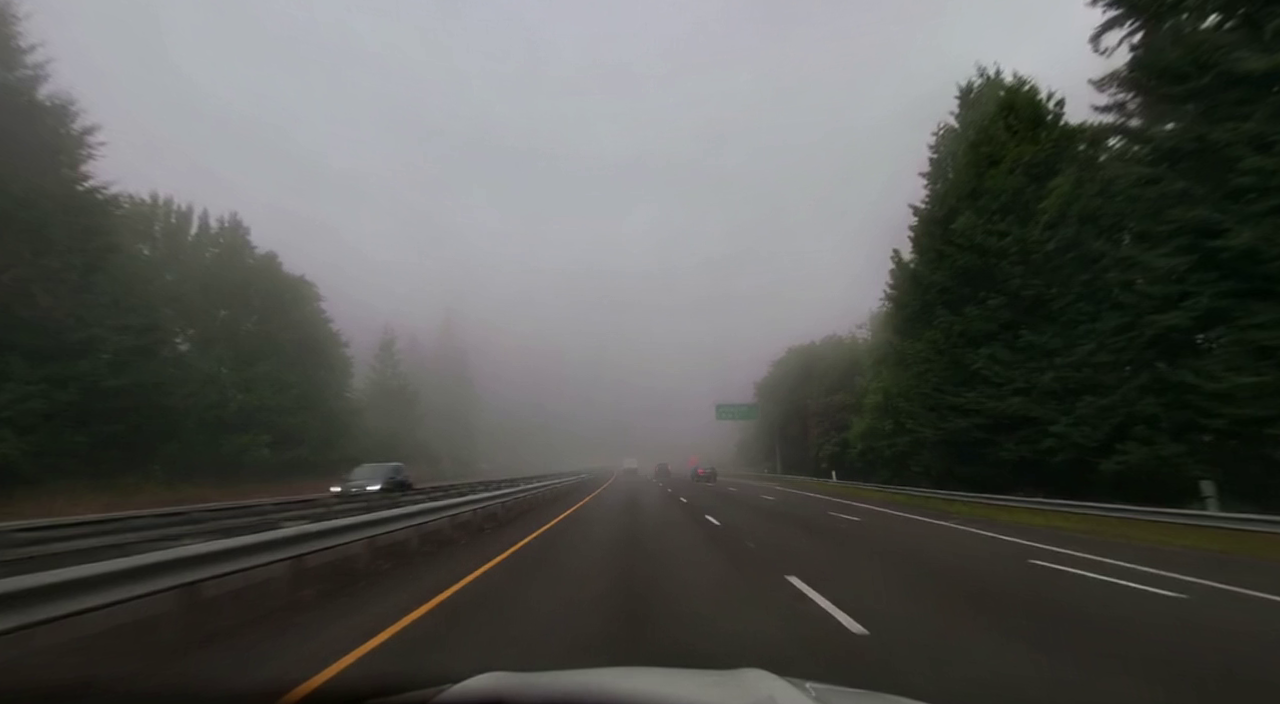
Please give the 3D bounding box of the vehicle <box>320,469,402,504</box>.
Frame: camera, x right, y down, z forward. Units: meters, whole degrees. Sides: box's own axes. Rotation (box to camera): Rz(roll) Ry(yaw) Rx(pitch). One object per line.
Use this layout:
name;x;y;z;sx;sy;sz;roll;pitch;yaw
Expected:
vehicle;-13.122;6.325;29.941;1.851;1.496;4.537;1;-10;-1
